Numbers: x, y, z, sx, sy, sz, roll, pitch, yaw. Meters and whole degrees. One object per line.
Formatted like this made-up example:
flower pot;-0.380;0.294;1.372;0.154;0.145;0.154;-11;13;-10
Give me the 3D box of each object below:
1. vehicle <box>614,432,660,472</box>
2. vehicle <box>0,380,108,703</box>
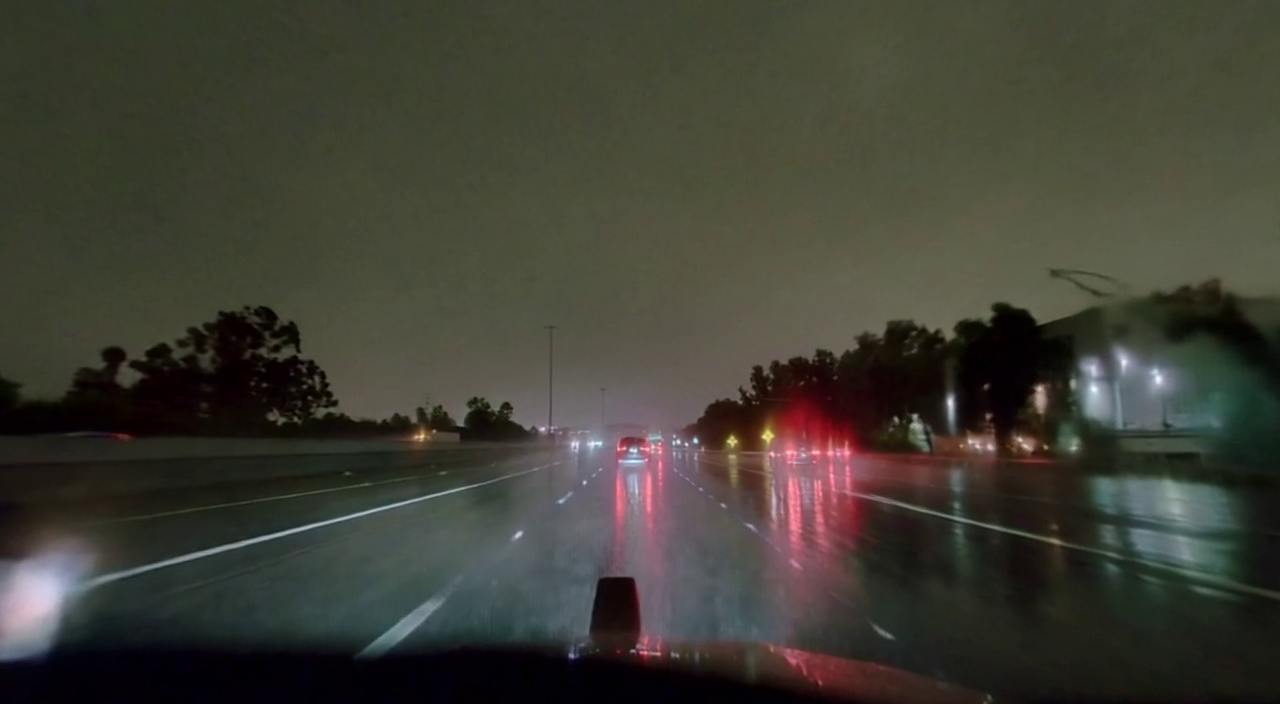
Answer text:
vehicle;-0.165;5.224;33.053;2.269;1.924;4.596;0;-8;0
vehicle;-3.419;0.591;0.241;2.140;1.574;4.946;0;-8;0
